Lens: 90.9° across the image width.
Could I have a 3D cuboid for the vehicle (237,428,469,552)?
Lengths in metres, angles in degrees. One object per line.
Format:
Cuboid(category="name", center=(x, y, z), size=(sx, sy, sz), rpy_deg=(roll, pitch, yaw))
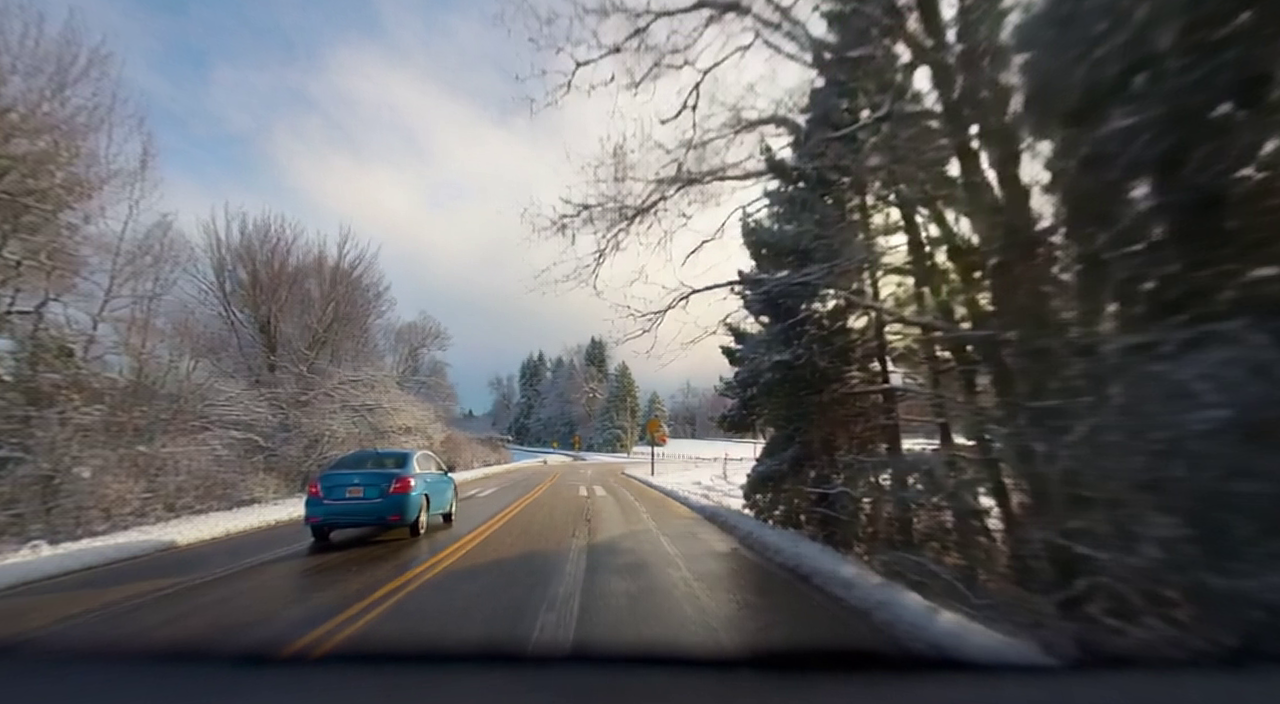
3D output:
Cuboid(category="vehicle", center=(-4.352, 2.143, 10.419), size=(2.078, 1.607, 3.959), rpy_deg=(0, -9, -2))
